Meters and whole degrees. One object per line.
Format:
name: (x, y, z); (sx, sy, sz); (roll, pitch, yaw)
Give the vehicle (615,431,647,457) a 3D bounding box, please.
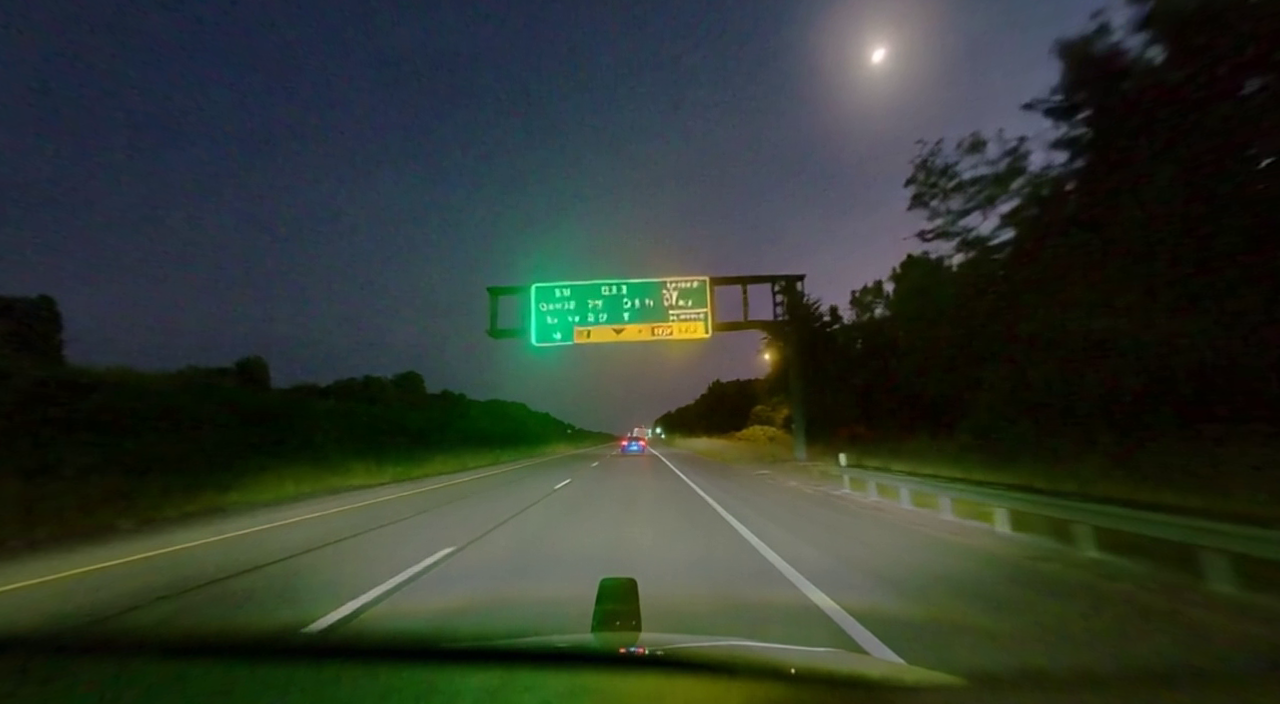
vehicle: (-0.634, 6.575, 45.014); (2.180, 1.717, 4.139); (0, -8, -1)
